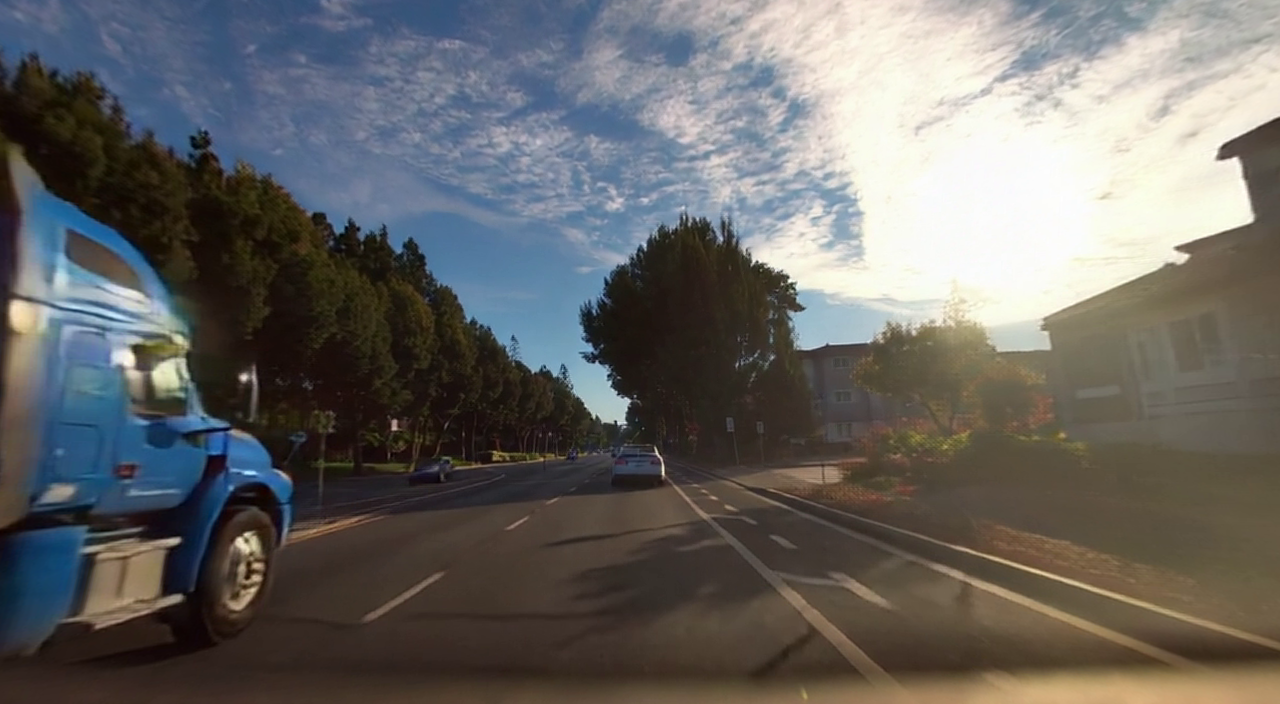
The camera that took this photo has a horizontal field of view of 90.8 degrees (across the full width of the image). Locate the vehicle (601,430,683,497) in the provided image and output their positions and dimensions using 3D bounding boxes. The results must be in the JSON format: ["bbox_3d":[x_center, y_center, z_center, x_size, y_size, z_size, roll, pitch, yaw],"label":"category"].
[{"bbox_3d":[0.024,3.120,18.013,2.094,1.682,3.866,0,-9,-1],"label":"vehicle"}]

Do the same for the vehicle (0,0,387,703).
[{"bbox_3d":[-3.900,-0.496,0.602,2.996,3.902,10.410,0,-9,0],"label":"vehicle"}]

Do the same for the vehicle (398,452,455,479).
[{"bbox_3d":[-12.102,6.439,36.112,1.797,1.364,4.169,0,-9,0],"label":"vehicle"}]
